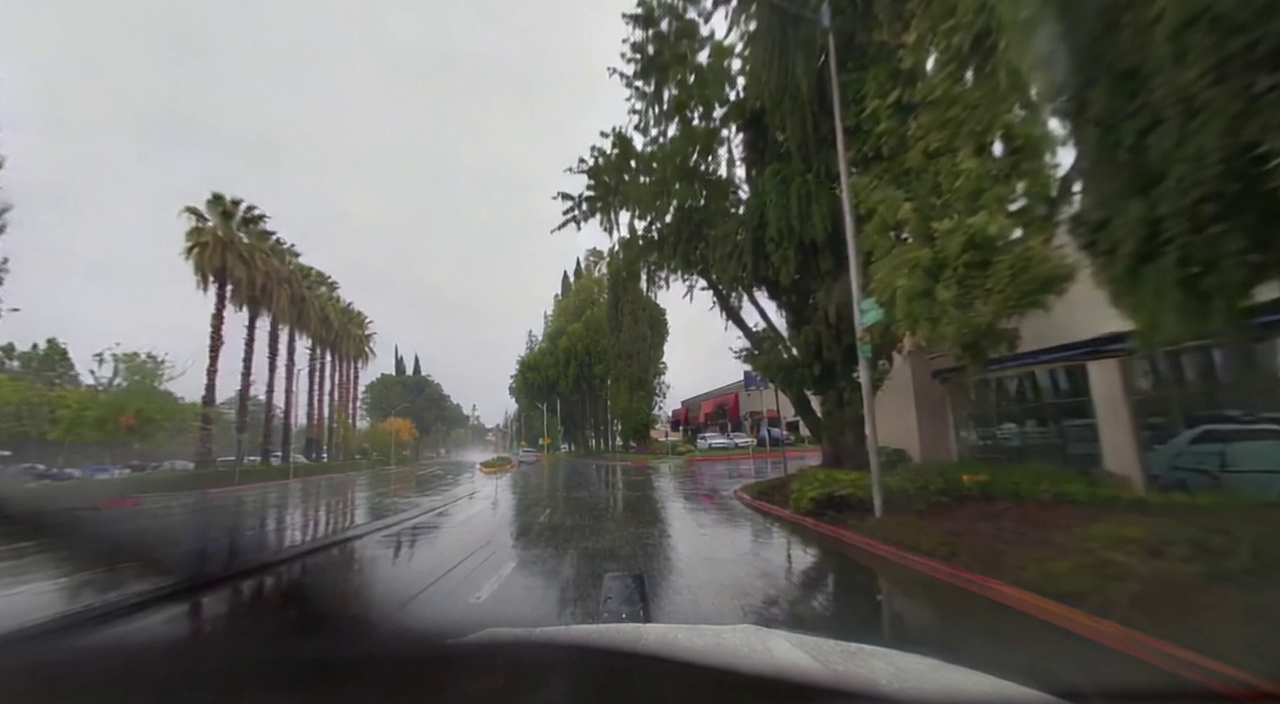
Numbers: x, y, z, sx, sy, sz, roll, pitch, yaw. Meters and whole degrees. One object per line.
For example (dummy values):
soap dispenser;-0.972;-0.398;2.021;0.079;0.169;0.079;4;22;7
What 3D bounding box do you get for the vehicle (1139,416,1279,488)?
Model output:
vehicle;14.687;2.286;14.448;4.468;1.509;2.158;0;-9;1
